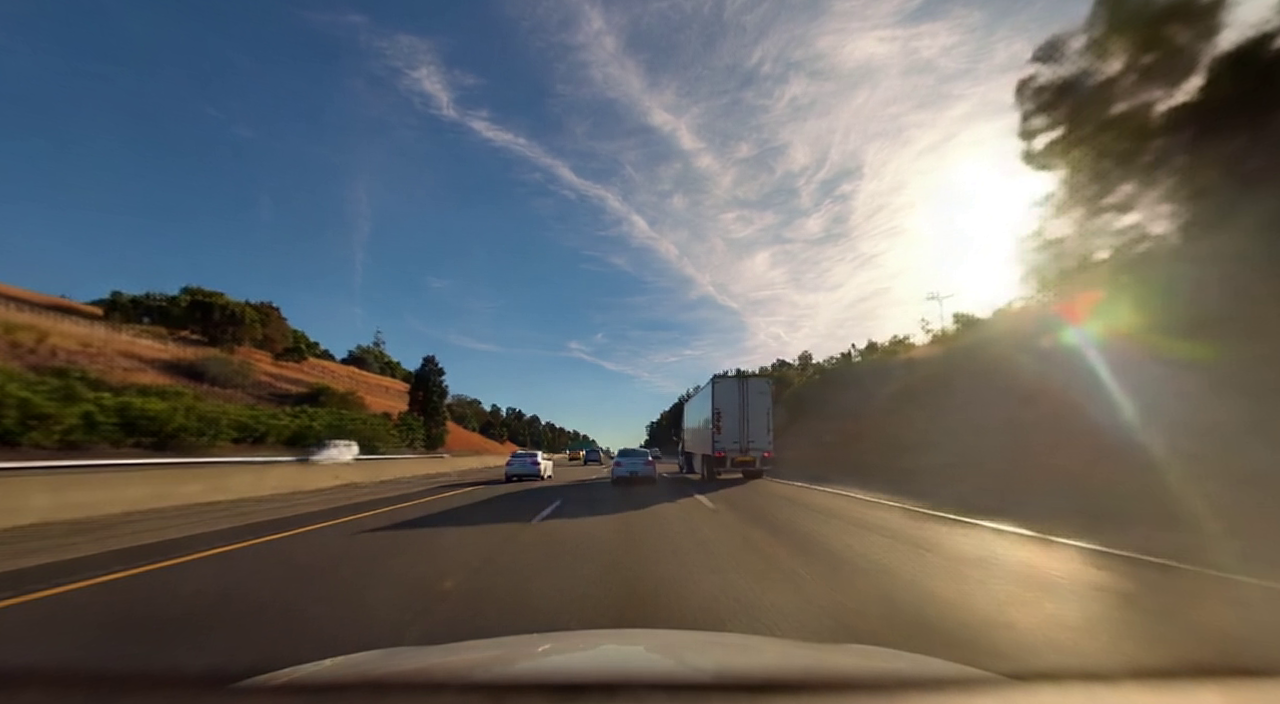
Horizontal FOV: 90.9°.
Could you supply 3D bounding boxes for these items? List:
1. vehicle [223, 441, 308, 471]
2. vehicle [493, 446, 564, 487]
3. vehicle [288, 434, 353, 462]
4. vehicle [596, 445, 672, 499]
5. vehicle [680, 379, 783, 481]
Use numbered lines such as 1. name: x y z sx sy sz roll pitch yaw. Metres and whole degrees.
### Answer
1. vehicle: -20.527 5.720 34.785 1.864 1.501 4.593 0 -9 0
2. vehicle: -4.292 4.488 24.969 2.017 1.460 4.382 0 -9 0
3. vehicle: -20.538 6.200 40.739 1.924 1.685 4.356 0 -9 -1
4. vehicle: -0.187 3.537 18.955 2.023 1.400 4.028 0 -9 -1
5. vehicle: 4.144 4.263 32.670 2.905 4.109 14.332 0 -9 -1
